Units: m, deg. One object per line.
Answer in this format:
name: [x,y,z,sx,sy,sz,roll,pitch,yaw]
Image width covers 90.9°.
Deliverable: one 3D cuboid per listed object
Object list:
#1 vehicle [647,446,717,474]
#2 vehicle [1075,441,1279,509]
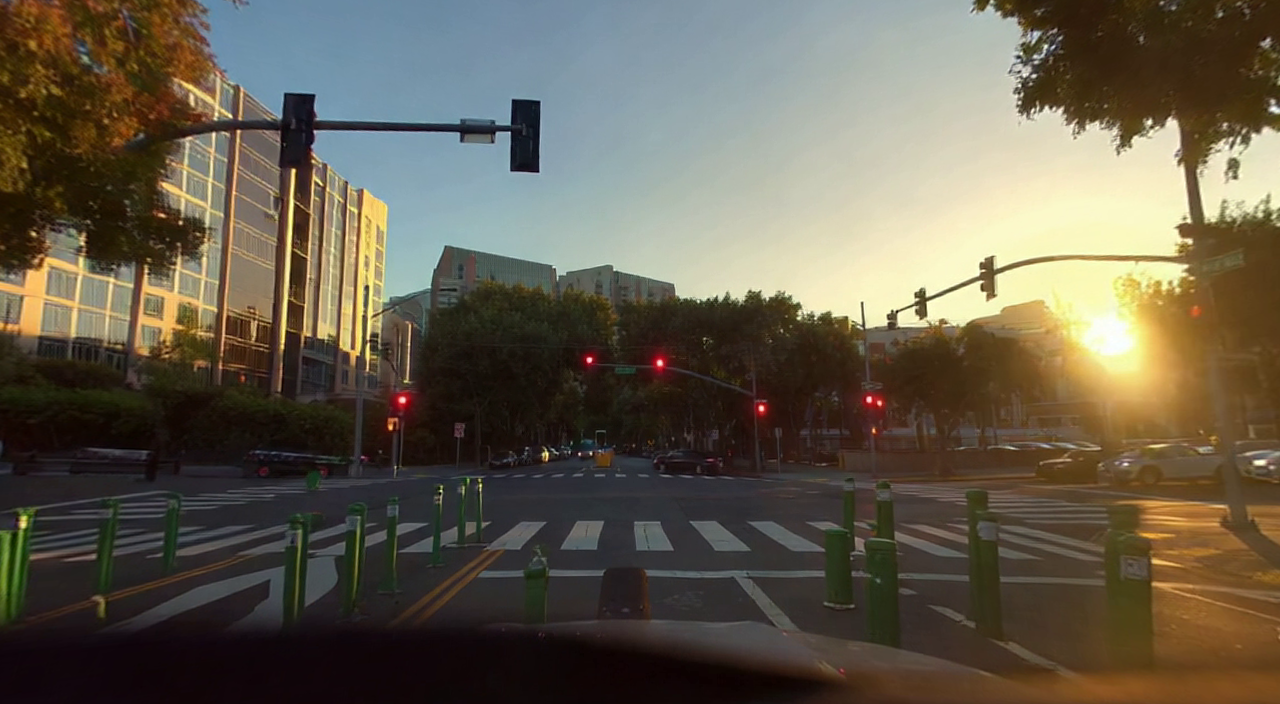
vehicle: [2.449,6.401,37.638,1.972,1.522,4.368,5,-10,-32]
vehicle: [13.005,2.795,14.565,4.424,1.436,1.804,-1,-9,6]
